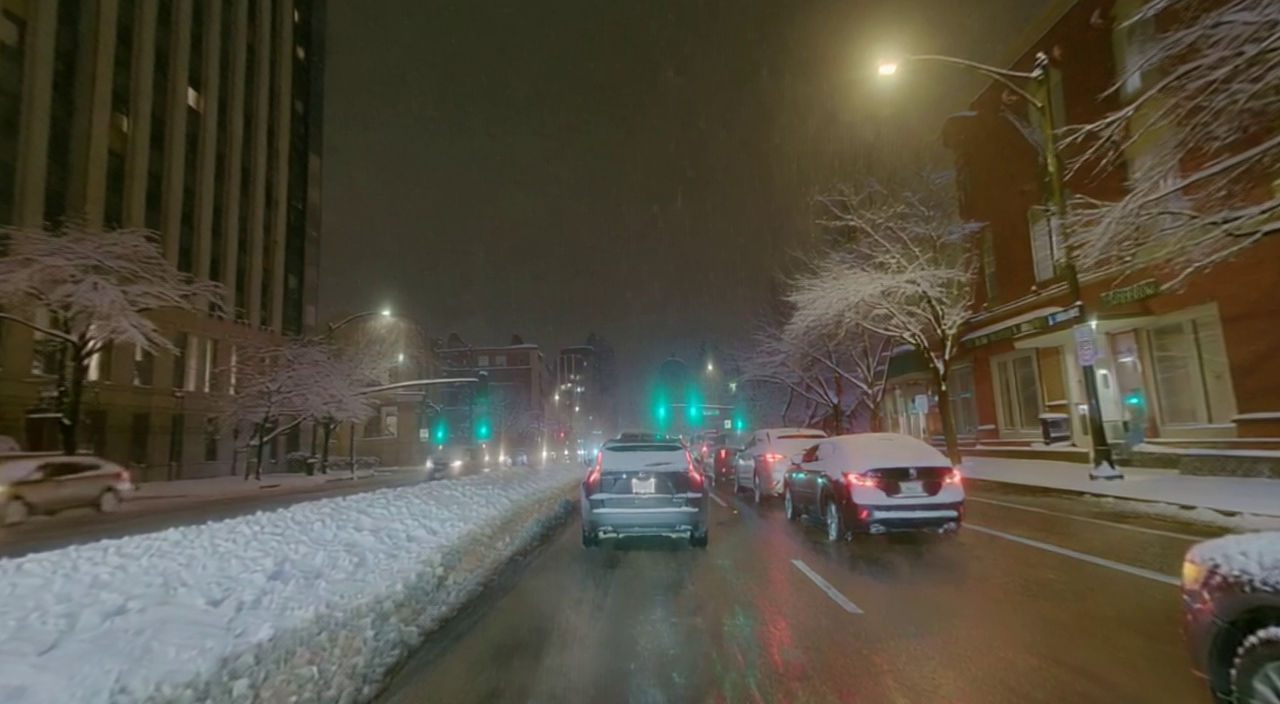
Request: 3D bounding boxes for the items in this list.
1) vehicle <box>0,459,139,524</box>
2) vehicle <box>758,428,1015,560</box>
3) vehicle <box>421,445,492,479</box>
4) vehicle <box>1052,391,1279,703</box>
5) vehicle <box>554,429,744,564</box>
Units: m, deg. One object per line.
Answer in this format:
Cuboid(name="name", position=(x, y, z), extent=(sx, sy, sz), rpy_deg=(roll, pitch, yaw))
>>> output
Cuboid(name="vehicle", position=(-16.115, 3.634, 16.815), extent=(1.848, 1.447, 4.501), rpy_deg=(0, -8, 0))
Cuboid(name="vehicle", position=(3.258, 1.961, 9.548), extent=(1.995, 1.483, 4.533), rpy_deg=(0, -8, -1))
Cuboid(name="vehicle", position=(-9.100, 5.454, 31.729), extent=(2.000, 1.519, 4.964), rpy_deg=(0, -8, 1))
Cuboid(name="vehicle", position=(3.218, 0.709, 1.014), extent=(1.982, 1.491, 4.664), rpy_deg=(0, -8, 0))
Cuboid(name="vehicle", position=(0.061, 1.906, 9.126), extent=(2.105, 1.474, 4.127), rpy_deg=(0, -8, -1))
